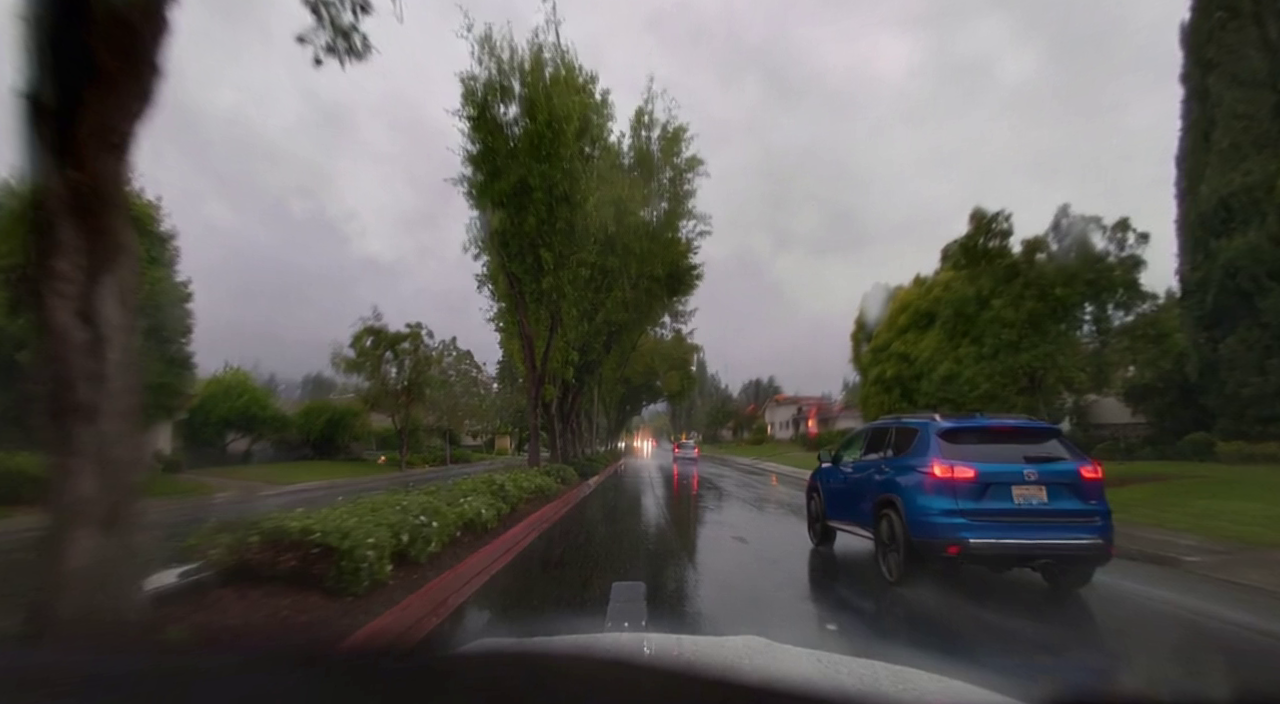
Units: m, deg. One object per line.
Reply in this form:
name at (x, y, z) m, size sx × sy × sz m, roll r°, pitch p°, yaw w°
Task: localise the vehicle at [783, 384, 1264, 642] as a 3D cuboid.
vehicle at (3.183, 1.448, 6.747) m, size 2.180 × 1.773 × 4.639 m, roll 0°, pitch -8°, yaw 0°
